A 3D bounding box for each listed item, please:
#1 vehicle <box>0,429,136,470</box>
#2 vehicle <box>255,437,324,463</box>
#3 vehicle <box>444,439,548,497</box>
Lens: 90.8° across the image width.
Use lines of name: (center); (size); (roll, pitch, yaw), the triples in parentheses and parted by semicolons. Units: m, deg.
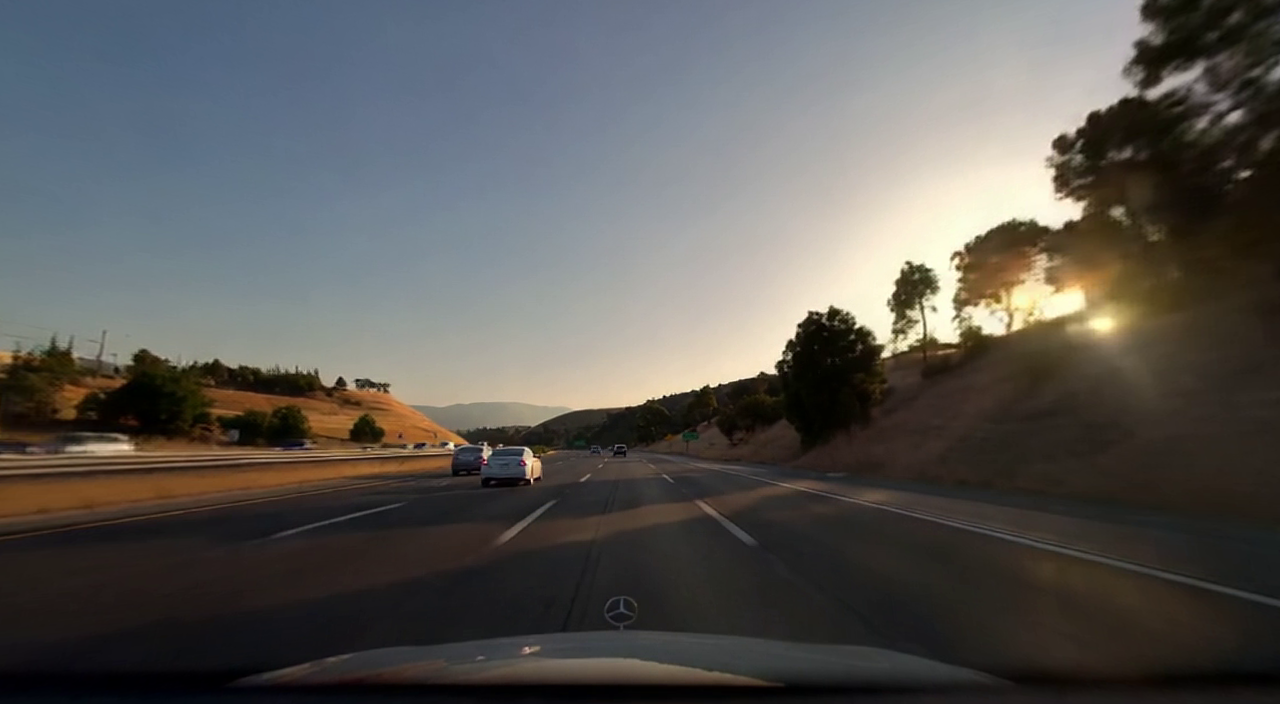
vehicle: (-28.944, 4.931, 31.961); (2.204, 1.872, 5.773); (0, -9, -1)
vehicle: (-25.820, 7.235, 46.807); (2.077, 1.770, 5.488); (0, -9, -1)
vehicle: (-4.170, 3.453, 19.168); (2.073, 1.516, 4.478); (0, -9, 0)
